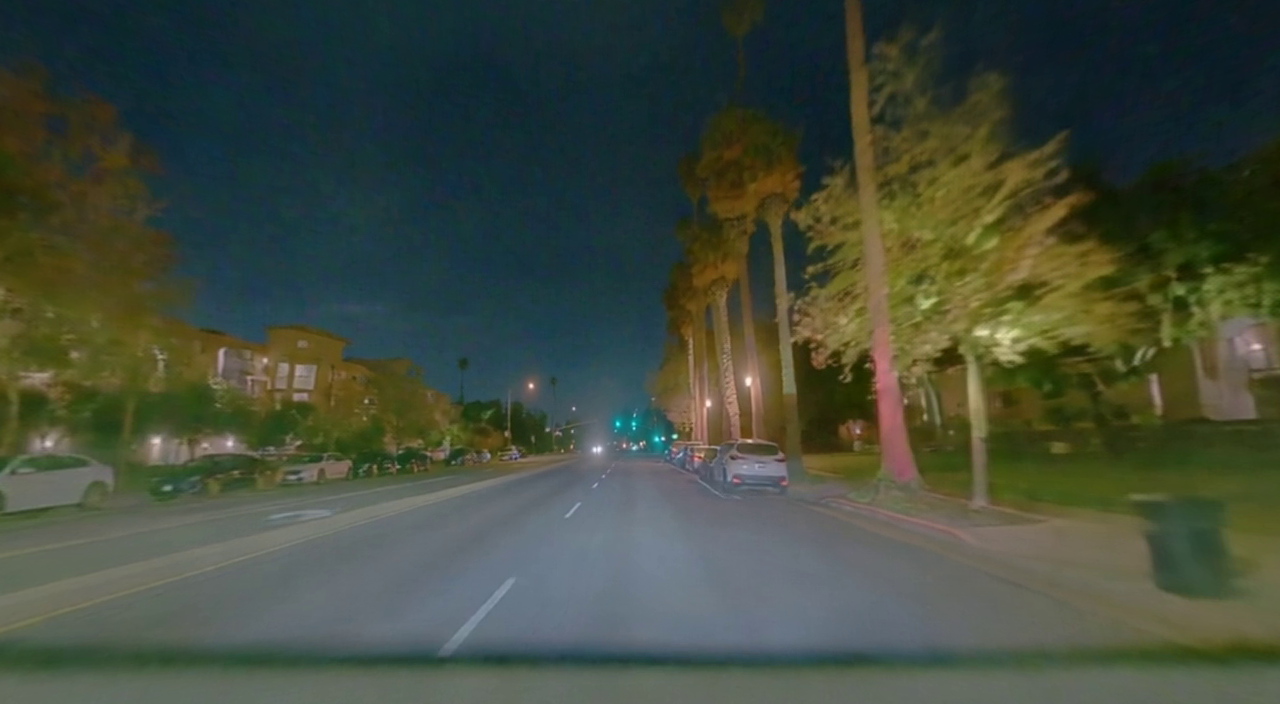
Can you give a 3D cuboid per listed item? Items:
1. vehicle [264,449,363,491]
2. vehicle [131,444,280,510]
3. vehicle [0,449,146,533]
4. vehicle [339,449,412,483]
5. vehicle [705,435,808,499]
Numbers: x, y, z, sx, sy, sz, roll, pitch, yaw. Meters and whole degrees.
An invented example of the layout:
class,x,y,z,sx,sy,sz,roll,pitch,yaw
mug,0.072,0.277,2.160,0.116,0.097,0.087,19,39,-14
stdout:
class,x,y,z,sx,sy,sz,roll,pitch,yaw
vehicle,-13.735,4.974,26.926,1.921,1.498,4.460,0,-7,-1
vehicle,-13.660,3.885,20.228,1.844,1.764,4.183,-1,-7,-1
vehicle,-13.545,2.961,13.692,2.131,1.492,4.310,-1,-7,1
vehicle,-13.734,5.900,33.086,1.899,1.474,4.529,-1,-7,-1
vehicle,3.451,3.540,19.949,2.221,1.718,5.192,0,-9,-1
